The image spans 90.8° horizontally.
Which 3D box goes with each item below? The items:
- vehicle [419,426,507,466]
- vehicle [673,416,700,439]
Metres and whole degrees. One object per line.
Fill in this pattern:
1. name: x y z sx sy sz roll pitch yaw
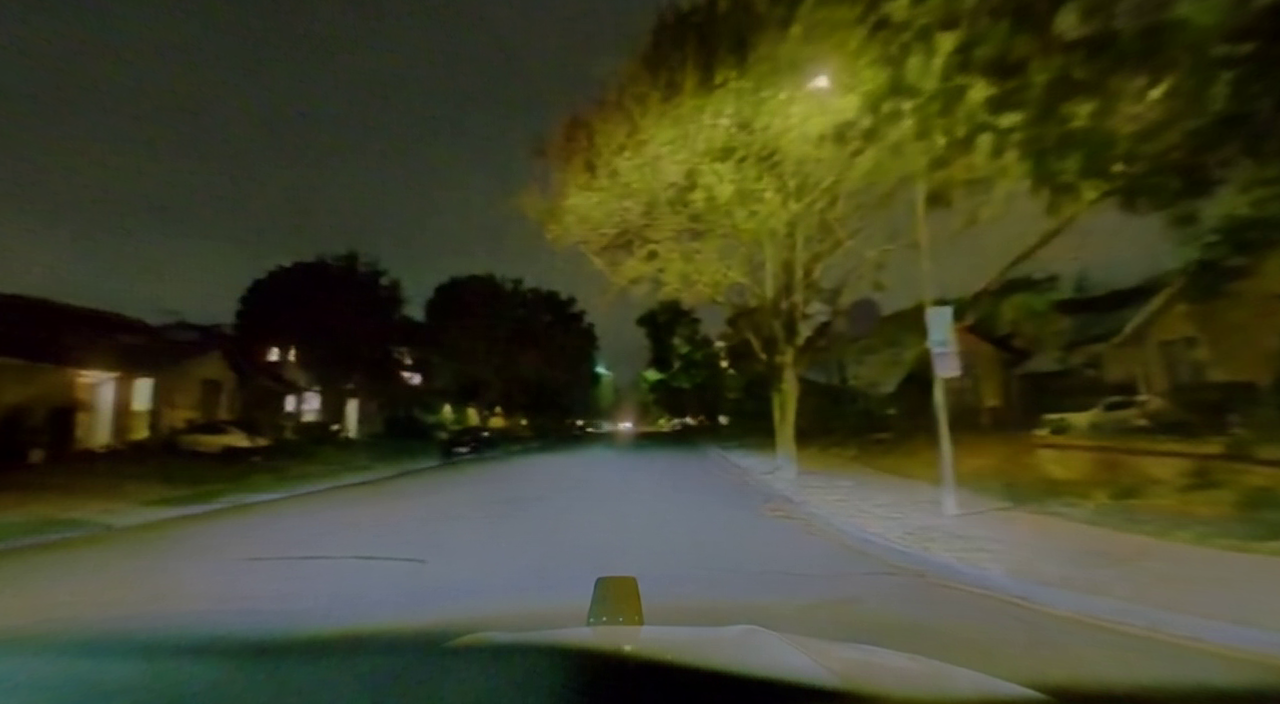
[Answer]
1. vehicle: -7.075 3.807 25.738 1.954 1.490 4.292 -1 -8 6
2. vehicle: 3.609 5.953 49.473 2.018 1.665 4.226 0 -8 3
